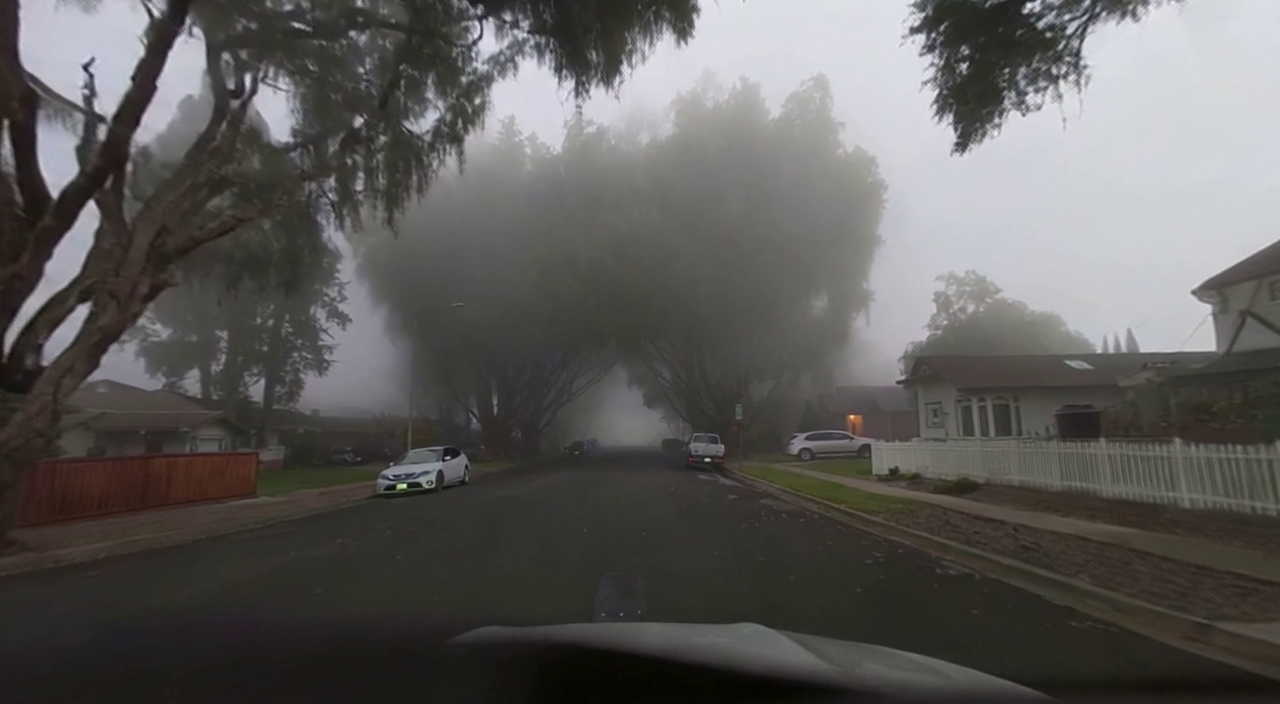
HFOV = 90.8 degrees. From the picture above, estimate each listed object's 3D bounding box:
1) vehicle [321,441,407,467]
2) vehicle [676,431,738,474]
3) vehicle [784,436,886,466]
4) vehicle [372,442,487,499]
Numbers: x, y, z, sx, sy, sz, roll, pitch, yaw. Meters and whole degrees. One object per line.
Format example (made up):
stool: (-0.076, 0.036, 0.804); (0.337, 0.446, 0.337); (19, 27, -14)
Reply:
vehicle: (-16.334, 6.032, 37.462); (4.276, 1.463, 1.832); (-1, -8, 6)
vehicle: (3.086, 4.784, 30.284); (2.241, 1.875, 5.059); (0, -8, -2)
vehicle: (10.323, 5.285, 33.829); (5.041, 1.486, 1.969); (-2, -8, 12)
vehicle: (-6.458, 3.640, 19.924); (2.099, 1.399, 4.357); (-4, -8, 1)
